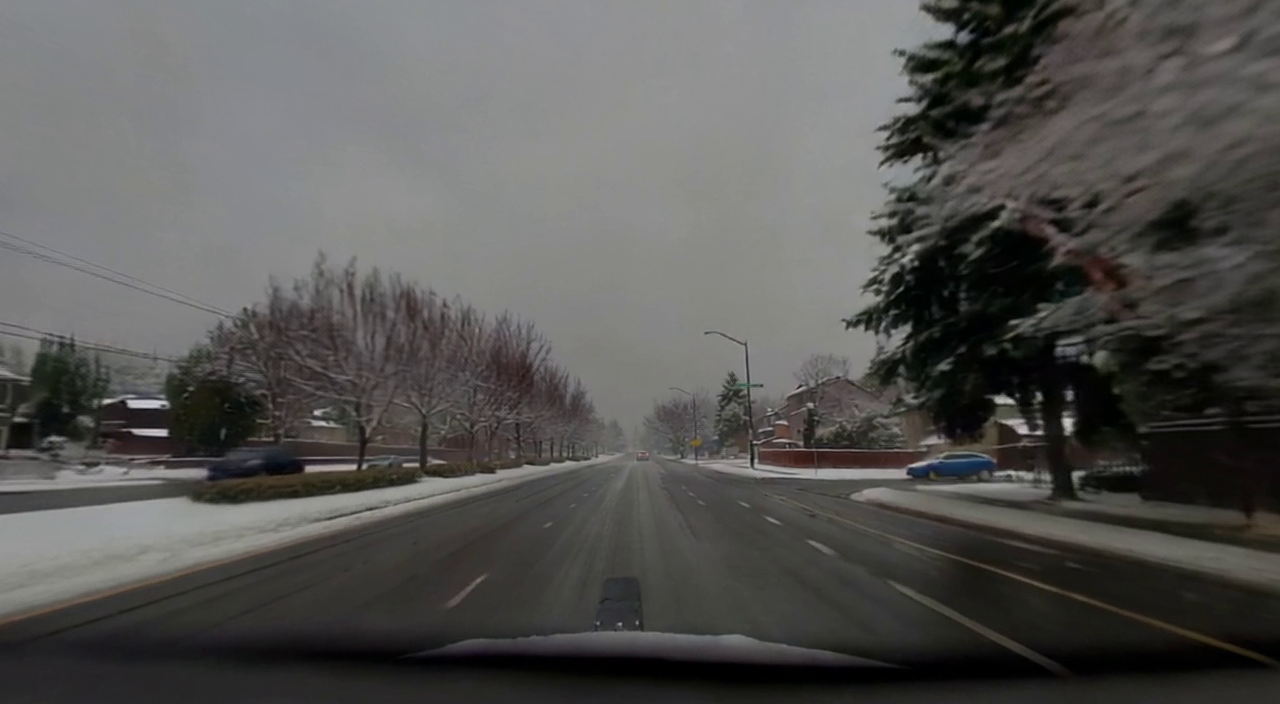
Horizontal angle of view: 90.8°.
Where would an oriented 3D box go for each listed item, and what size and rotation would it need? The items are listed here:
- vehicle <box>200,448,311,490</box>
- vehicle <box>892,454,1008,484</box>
[{"bbox_3d":[-16.451,4.990,27.345,1.912,1.651,4.574,0,-9,0],"label":"vehicle"},{"bbox_3d":[15.947,6.017,32.695,4.913,1.470,2.045,0,-9,1],"label":"vehicle"}]
